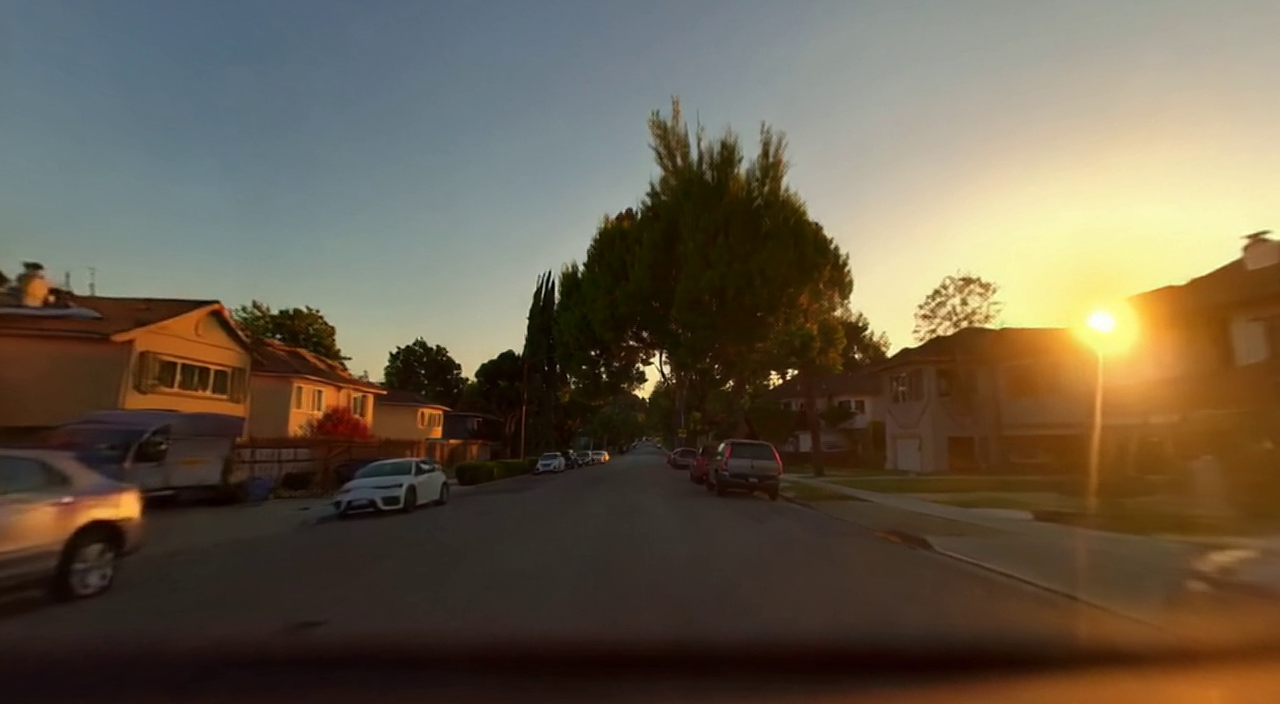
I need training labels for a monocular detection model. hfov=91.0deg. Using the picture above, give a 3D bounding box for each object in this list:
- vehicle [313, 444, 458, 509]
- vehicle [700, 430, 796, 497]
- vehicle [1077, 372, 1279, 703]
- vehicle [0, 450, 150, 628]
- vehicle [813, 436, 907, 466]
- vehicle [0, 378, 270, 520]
[{"bbox_3d":[-6.825,3.564,17.510,2.071,1.481,4.425,-2,-14,1],"label":"vehicle"},{"bbox_3d":[3.279,3.508,20.232,2.262,1.870,4.948,0,-8,1],"label":"vehicle"},{"bbox_3d":[3.174,0.668,0.734,2.050,1.598,4.590,0,-8,1],"label":"vehicle"},{"bbox_3d":[-6.896,1.579,4.976,1.905,1.602,4.974,-2,-12,2],"label":"vehicle"},{"bbox_3d":[11.416,5.169,32.946,4.111,1.459,2.214,-1,-8,4],"label":"vehicle"},{"bbox_3d":[-13.921,2.475,16.506,6.585,3.247,3.011,-2,-6,2],"label":"vehicle"}]
